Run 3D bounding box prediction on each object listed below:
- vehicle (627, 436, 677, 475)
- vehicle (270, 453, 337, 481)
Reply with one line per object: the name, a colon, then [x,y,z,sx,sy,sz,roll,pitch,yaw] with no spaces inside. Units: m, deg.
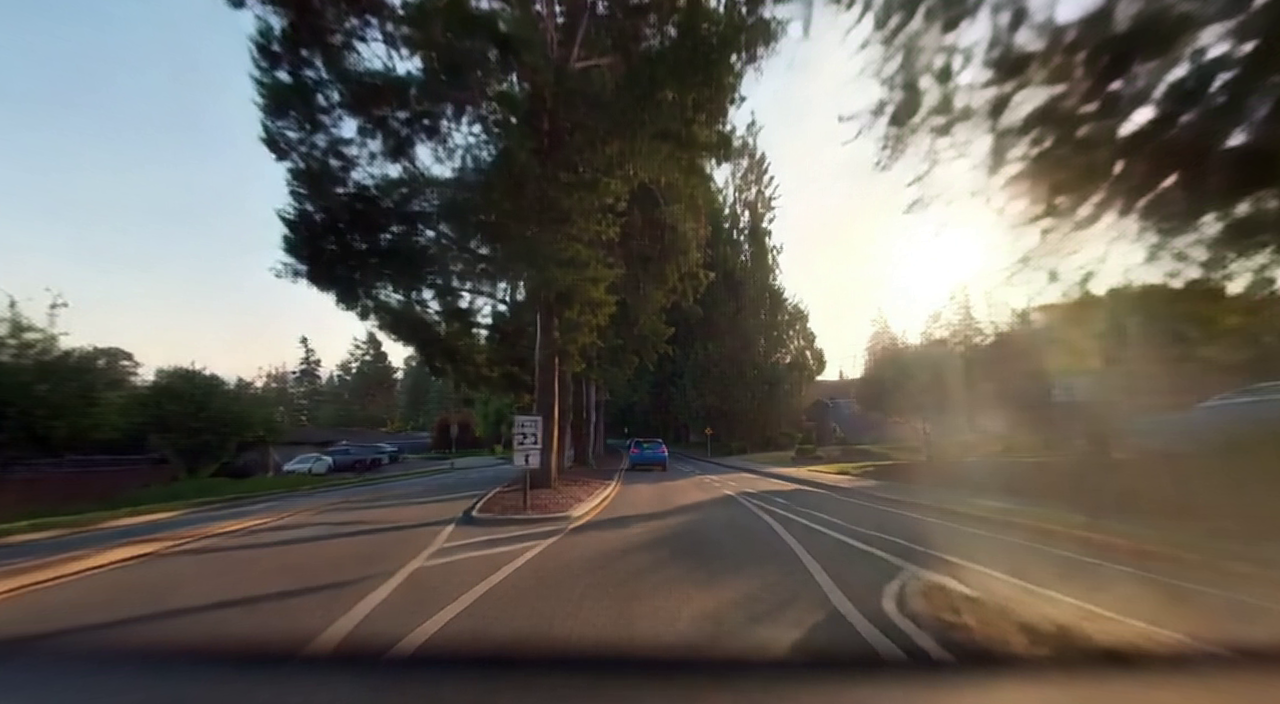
vehicle: [0.490,4.930,30.269,2.216,1.708,4.110,0,-9,-1]
vehicle: [-19.661,6.725,37.138,1.792,1.471,4.511,2,-9,-6]
